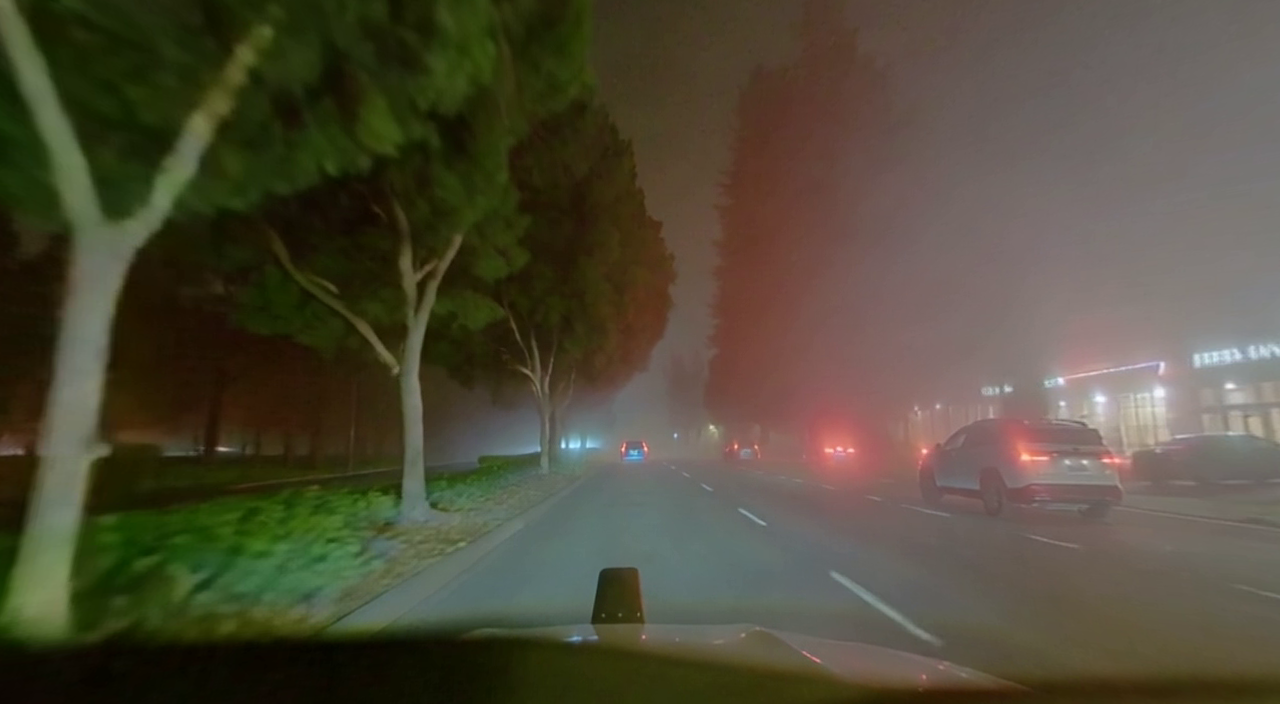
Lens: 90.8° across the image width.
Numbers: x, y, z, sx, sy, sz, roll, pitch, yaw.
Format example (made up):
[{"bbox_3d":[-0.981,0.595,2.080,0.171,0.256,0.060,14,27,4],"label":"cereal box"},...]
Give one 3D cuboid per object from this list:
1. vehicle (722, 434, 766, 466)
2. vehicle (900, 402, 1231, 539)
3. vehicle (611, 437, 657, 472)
[{"bbox_3d":[6.496,6.193,40.035,1.955,1.845,4.538,0,-8,-1],"label":"vehicle"},{"bbox_3d":[7.206,2.087,11.839,2.240,1.923,5.678,0,-8,0],"label":"vehicle"},{"bbox_3d":[-0.291,4.909,30.502,2.037,1.568,3.693,0,-8,-1],"label":"vehicle"}]
